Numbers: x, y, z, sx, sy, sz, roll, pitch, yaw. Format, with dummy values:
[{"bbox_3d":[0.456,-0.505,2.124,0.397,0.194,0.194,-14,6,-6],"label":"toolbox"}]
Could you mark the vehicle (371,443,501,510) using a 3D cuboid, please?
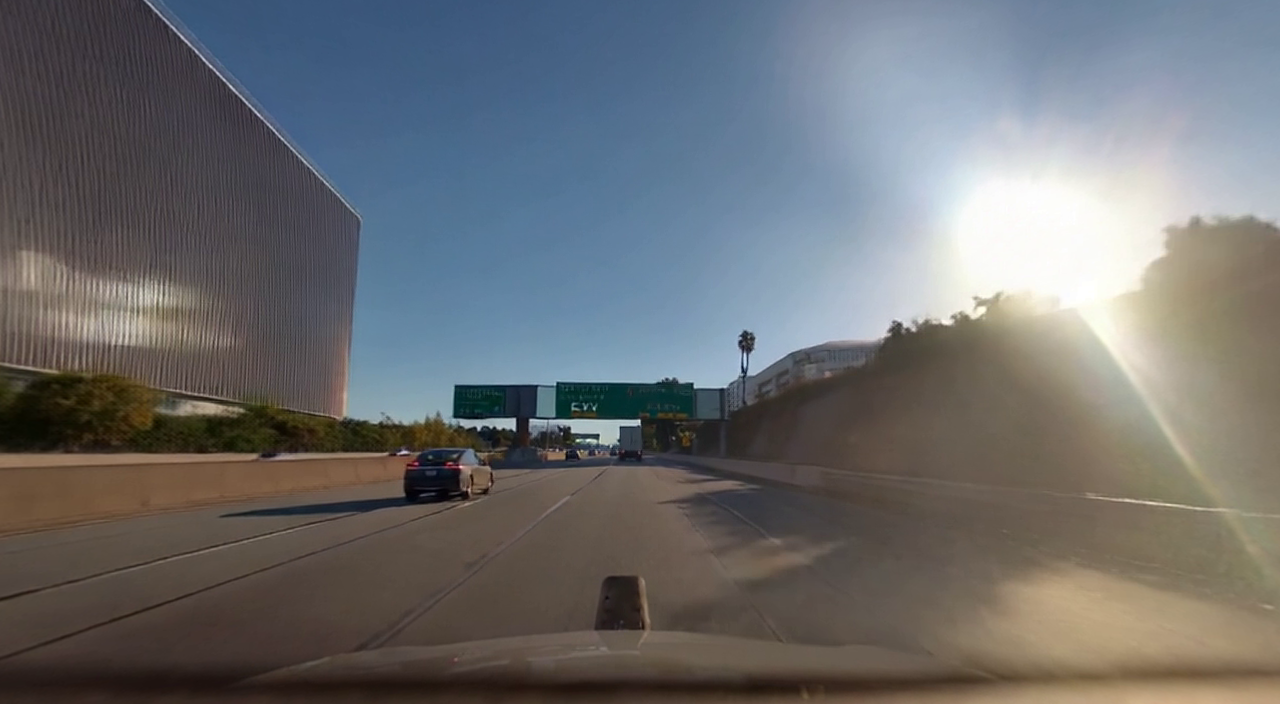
[{"bbox_3d":[-5.123,3.154,16.510,1.943,1.510,4.201,0,-9,1],"label":"vehicle"}]
